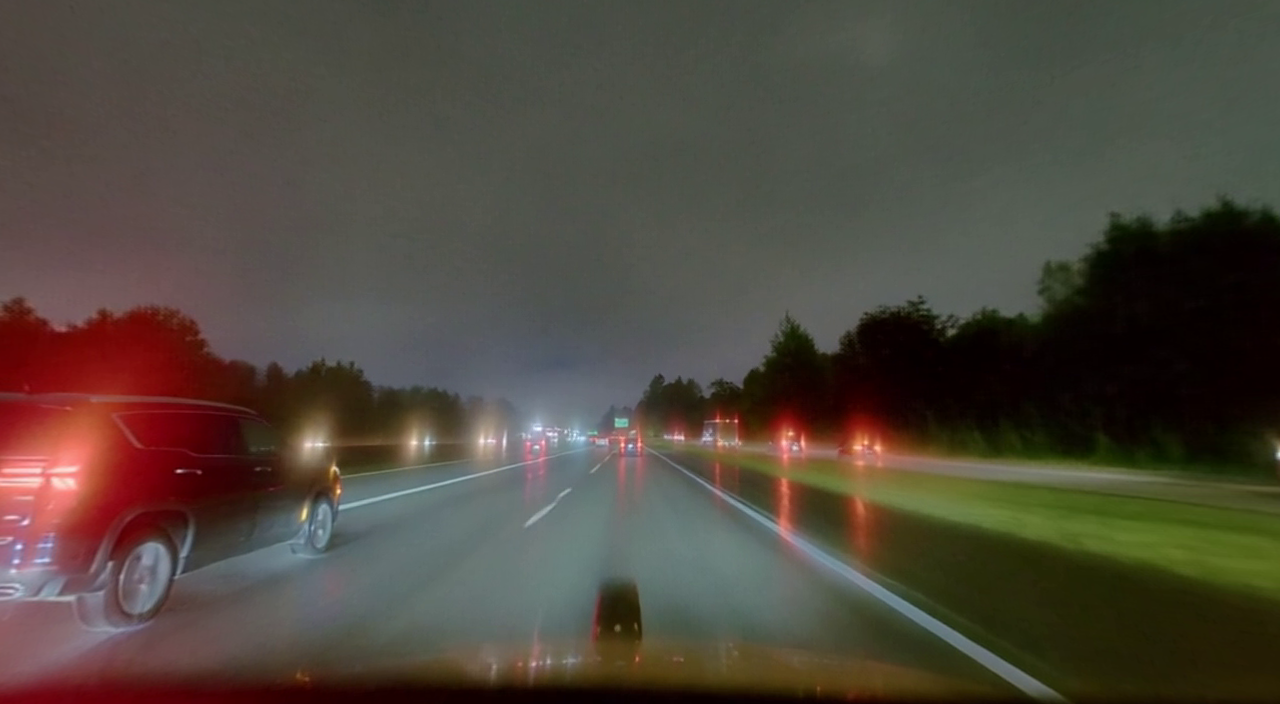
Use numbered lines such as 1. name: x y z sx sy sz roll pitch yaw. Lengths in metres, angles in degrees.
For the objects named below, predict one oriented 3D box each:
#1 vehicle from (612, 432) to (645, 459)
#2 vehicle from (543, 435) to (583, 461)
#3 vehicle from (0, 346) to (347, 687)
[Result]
1. vehicle: -0.720 5.849 39.511 2.002 1.611 3.778 0 -8 -1
2. vehicle: -4.539 5.669 37.499 1.909 1.445 4.087 0 -8 -1
3. vehicle: -4.476 1.142 5.288 1.971 1.822 4.366 0 -8 -1
